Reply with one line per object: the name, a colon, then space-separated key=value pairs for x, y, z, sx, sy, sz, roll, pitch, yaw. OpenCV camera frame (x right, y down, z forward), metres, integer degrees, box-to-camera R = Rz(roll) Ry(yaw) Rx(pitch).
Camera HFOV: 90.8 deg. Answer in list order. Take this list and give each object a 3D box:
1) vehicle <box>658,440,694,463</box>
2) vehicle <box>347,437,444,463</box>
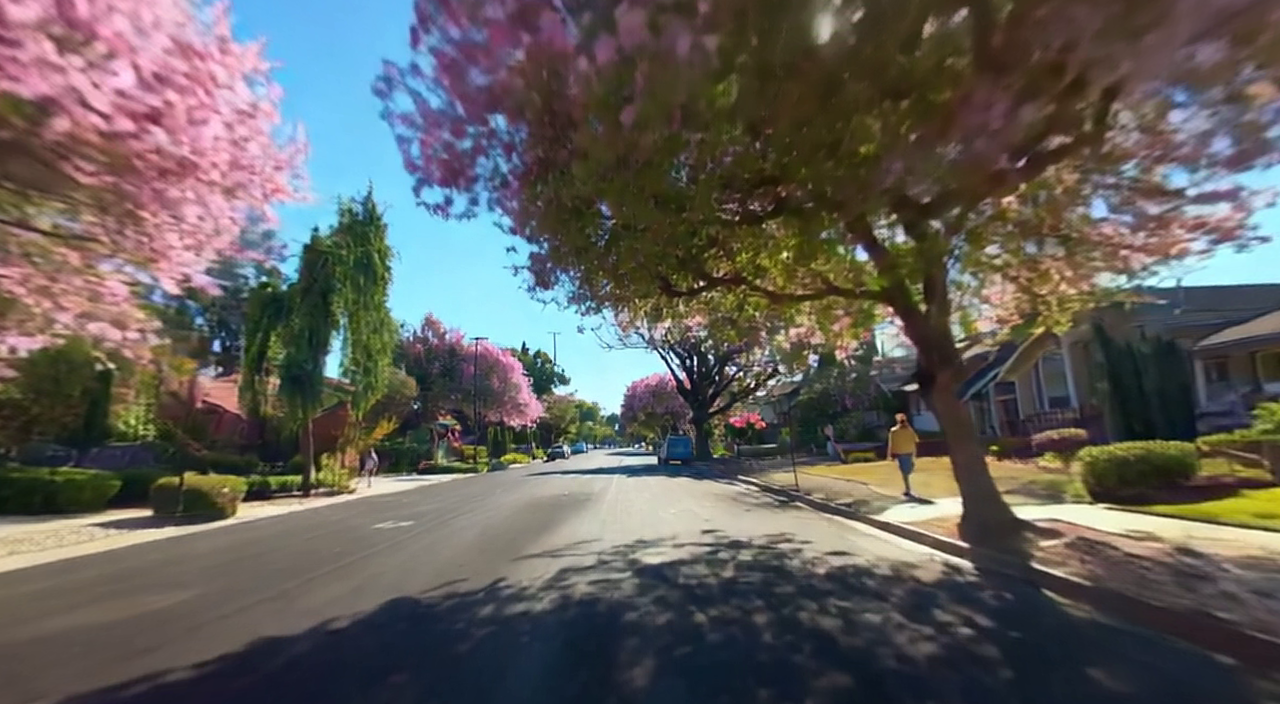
vehicle: x=2.352 y=6.670 z=42.603 sx=2.022 sy=1.455 sz=4.406 roll=0 pitch=-8 yaw=-2
vehicle: x=-17.211 y=6.897 z=44.664 sx=5.902 sy=1.796 sz=2.183 roll=0 pitch=-8 yaw=-2
